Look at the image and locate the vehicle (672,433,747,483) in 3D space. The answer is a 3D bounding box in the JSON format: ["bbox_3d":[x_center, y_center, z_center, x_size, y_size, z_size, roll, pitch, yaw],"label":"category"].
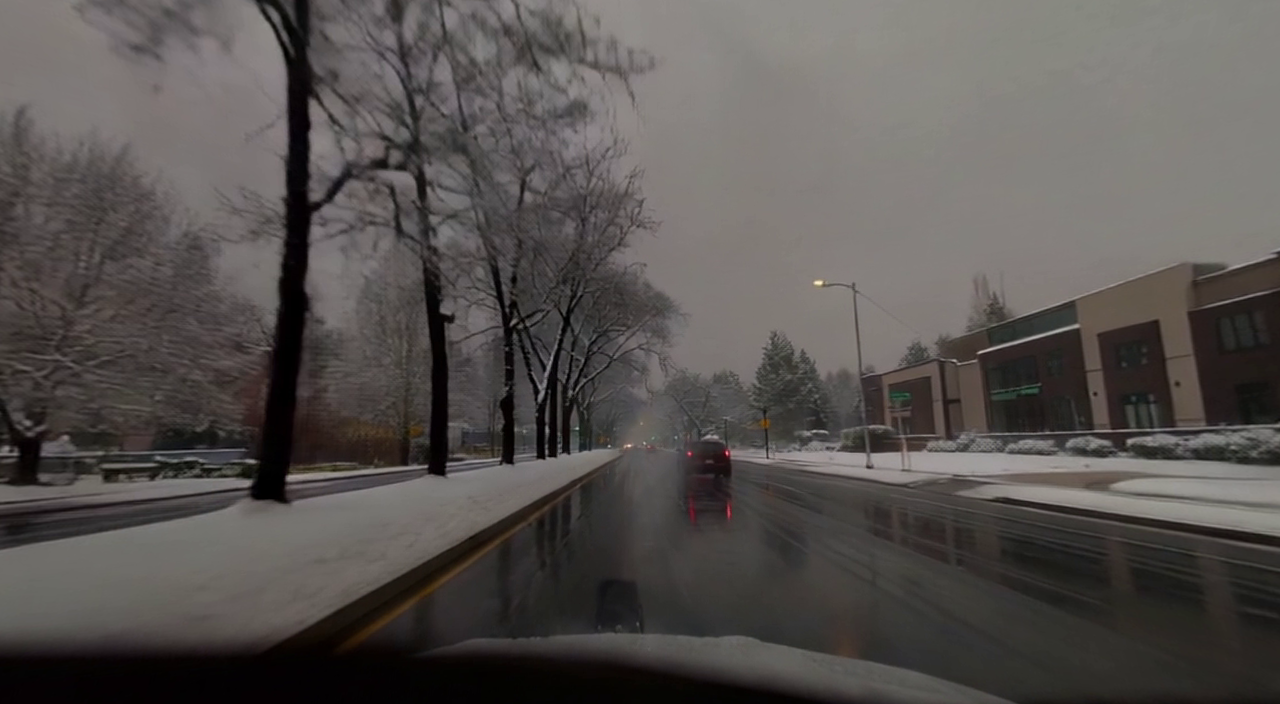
[{"bbox_3d":[2.548,4.066,24.522,2.240,1.740,4.605,0,-8,-2],"label":"vehicle"}]
